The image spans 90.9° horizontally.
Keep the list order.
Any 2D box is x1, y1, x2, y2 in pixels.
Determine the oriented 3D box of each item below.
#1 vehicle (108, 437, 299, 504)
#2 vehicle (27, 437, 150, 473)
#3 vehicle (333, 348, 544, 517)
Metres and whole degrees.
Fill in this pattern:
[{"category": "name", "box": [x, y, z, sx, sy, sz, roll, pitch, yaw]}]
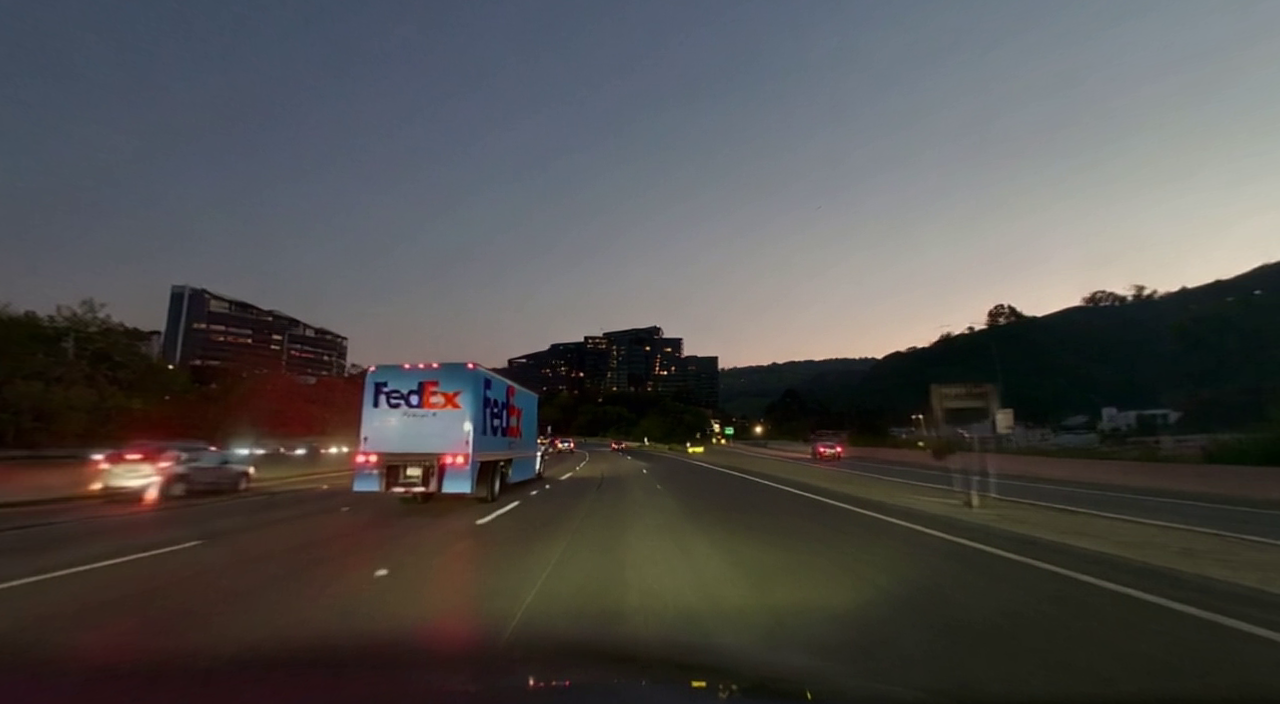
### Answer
[{"category": "vehicle", "box": [-11.792, 3.198, 17.563, 1.981, 1.607, 4.703, 0, -8, -1]}, {"category": "vehicle", "box": [-28.329, 5.285, 32.656, 2.117, 1.738, 4.824, 0, -8, -2]}, {"category": "vehicle", "box": [-4.391, 2.052, 15.837, 2.798, 3.212, 7.573, 0, -8, 0]}]
